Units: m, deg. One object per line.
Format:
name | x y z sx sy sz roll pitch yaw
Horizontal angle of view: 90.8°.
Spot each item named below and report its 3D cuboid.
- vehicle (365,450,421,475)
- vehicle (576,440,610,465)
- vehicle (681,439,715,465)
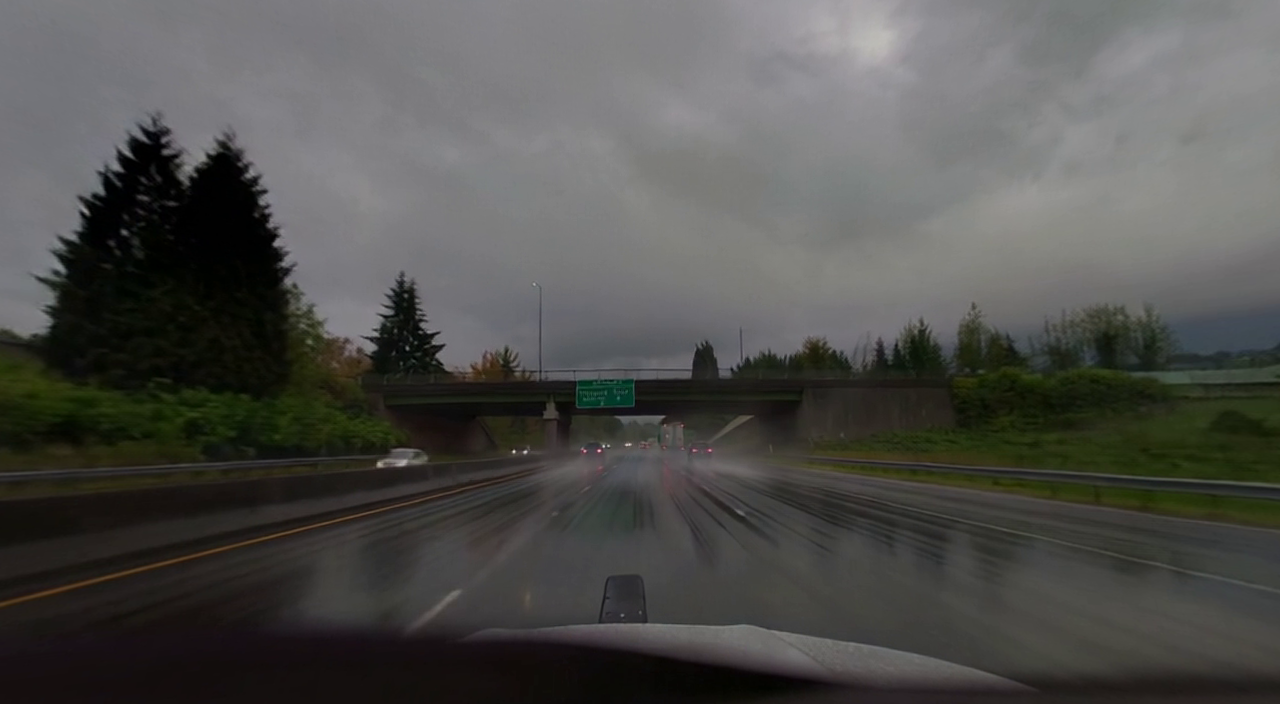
vehicle | -15.504 6.947 39.838 1.816 1.468 4.091 0 -9 0
vehicle | -3.489 7.612 47.722 2.238 1.792 4.518 0 -9 0
vehicle | 4.487 7.852 49.660 2.100 1.889 4.969 0 -9 -1
